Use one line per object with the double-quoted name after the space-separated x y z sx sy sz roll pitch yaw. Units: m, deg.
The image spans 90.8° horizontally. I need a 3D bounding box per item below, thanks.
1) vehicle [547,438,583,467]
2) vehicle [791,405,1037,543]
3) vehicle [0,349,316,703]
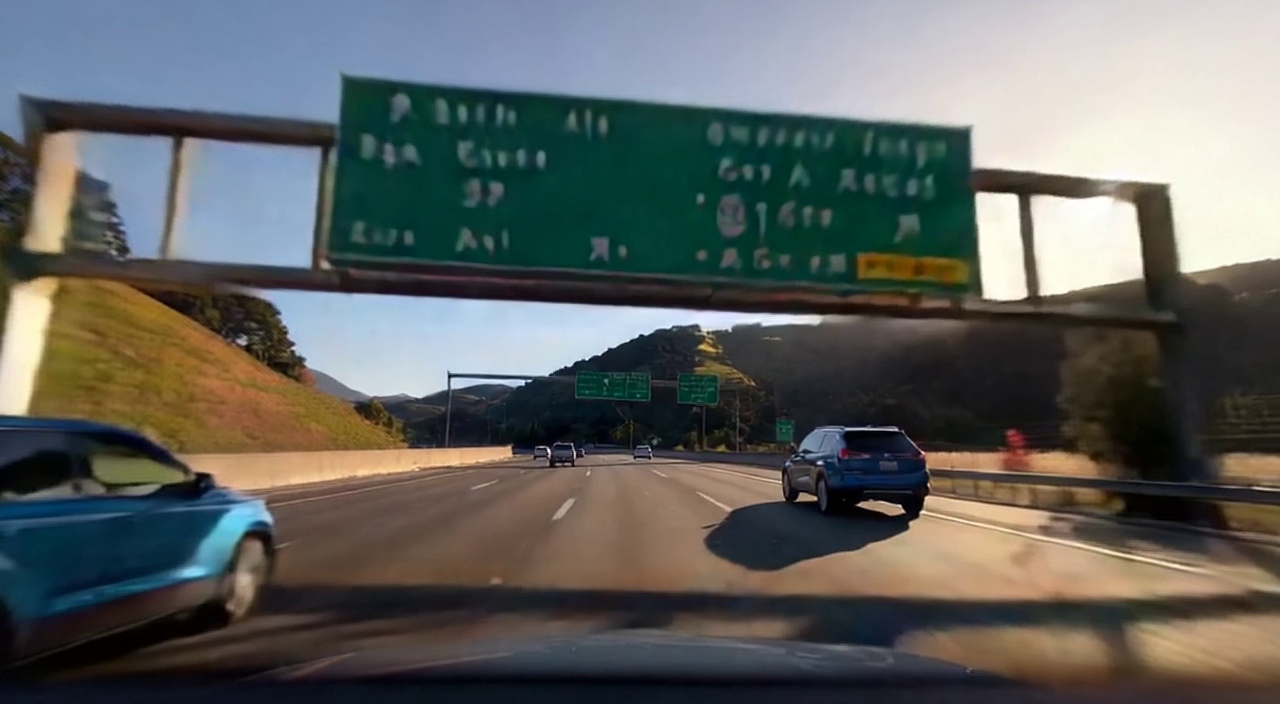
-5.826 7.909 49.721 2.537 2.121 5.251 1 -9 -4 "vehicle"
4.423 2.074 11.322 2.103 1.903 4.837 0 -9 -1 "vehicle"
-3.738 0.908 2.753 2.213 1.766 4.598 0 -9 0 "vehicle"
